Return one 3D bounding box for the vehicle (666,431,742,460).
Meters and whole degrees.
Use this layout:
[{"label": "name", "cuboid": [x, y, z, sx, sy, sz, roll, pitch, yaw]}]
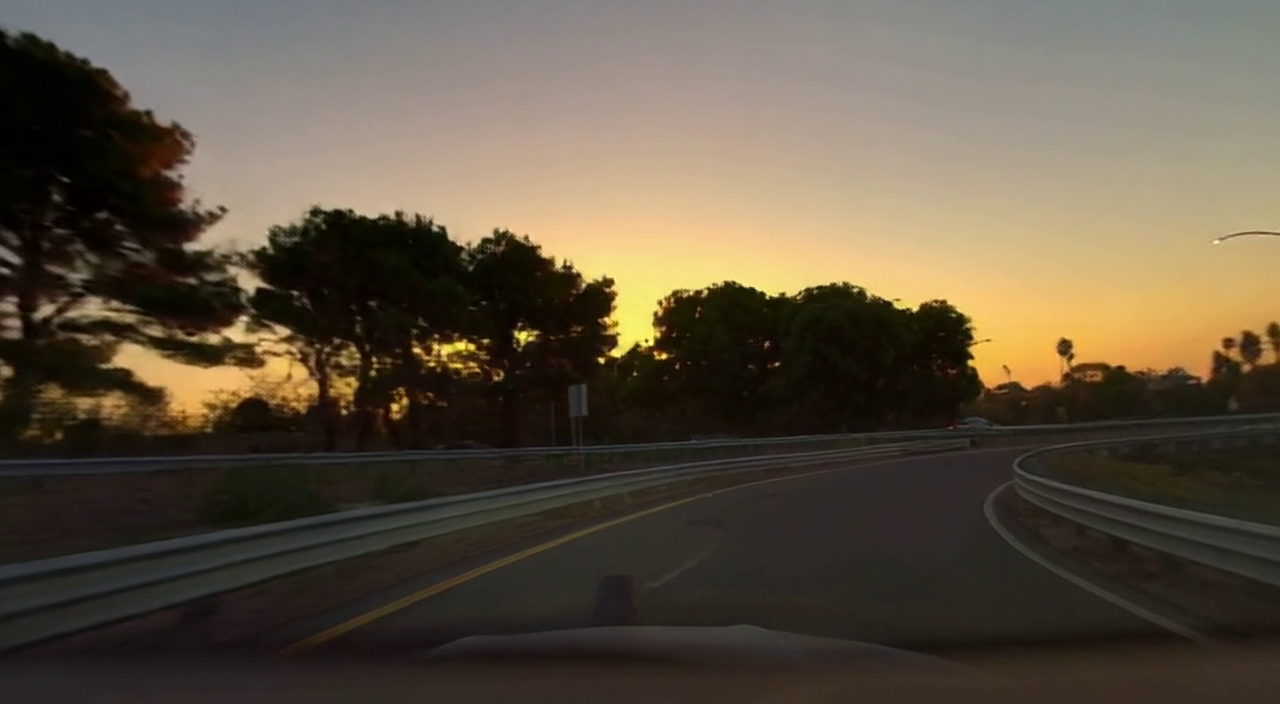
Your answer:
[{"label": "vehicle", "cuboid": [3.802, 5.586, 37.614, 3.990, 1.549, 1.971, 2, -12, -20]}]
